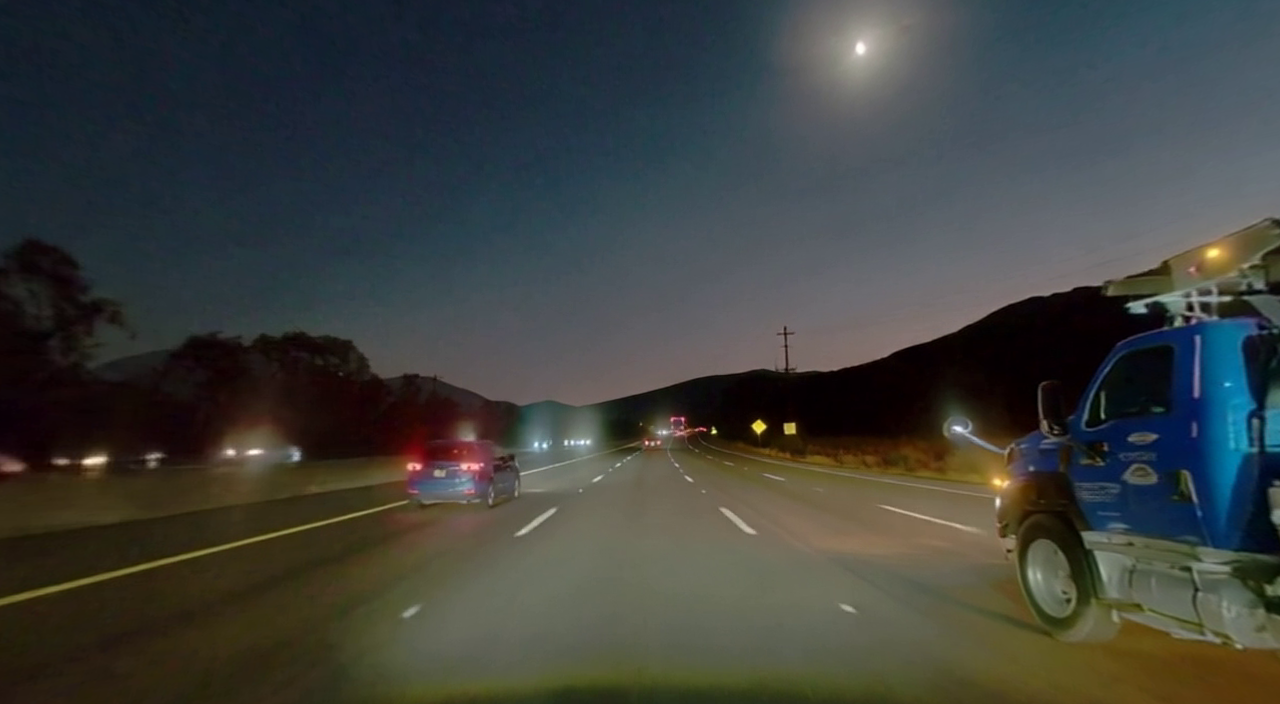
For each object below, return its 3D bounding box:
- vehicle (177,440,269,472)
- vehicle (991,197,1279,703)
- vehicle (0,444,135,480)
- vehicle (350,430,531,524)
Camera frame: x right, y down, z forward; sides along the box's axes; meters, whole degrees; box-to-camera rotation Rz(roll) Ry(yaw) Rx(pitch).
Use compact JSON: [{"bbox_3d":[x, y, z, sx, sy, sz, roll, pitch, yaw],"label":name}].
[{"bbox_3d":[-22.081,5.518,33.485,1.852,1.572,4.337,0,-8,1],"label":"vehicle"},{"bbox_3d":[3.646,0.334,0.872,2.538,2.228,6.370,0,-8,-1],"label":"vehicle"},{"bbox_3d":[-25.786,4.919,28.434,1.912,1.437,4.612,0,-8,0],"label":"vehicle"},{"bbox_3d":[-3.615,2.349,12.413,1.974,1.493,4.563,0,-8,1],"label":"vehicle"}]
